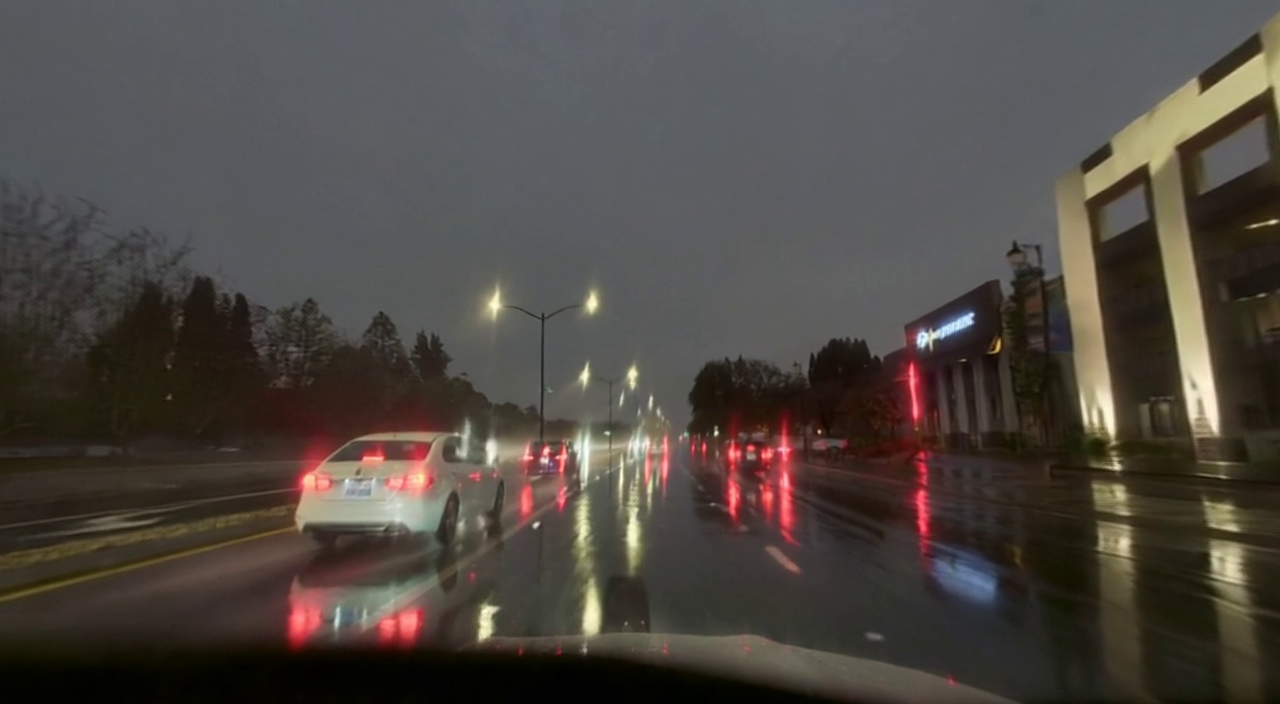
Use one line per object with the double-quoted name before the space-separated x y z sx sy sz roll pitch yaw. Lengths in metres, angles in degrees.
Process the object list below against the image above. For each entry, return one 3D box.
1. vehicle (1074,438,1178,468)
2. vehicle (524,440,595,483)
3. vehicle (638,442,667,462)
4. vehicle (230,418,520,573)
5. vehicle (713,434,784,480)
"vehicle" 29.729 6.194 38.680 4.667 1.674 1.767 -1 -9 11
"vehicle" -2.922 4.084 23.888 1.980 1.454 4.226 0 -8 2
"vehicle" 1.009 7.835 49.677 2.164 1.477 3.988 0 -8 2
"vehicle" -3.143 1.794 8.748 2.118 1.568 4.436 0 -8 -1
"vehicle" 4.330 4.261 25.840 2.103 1.699 4.171 0 -8 0
